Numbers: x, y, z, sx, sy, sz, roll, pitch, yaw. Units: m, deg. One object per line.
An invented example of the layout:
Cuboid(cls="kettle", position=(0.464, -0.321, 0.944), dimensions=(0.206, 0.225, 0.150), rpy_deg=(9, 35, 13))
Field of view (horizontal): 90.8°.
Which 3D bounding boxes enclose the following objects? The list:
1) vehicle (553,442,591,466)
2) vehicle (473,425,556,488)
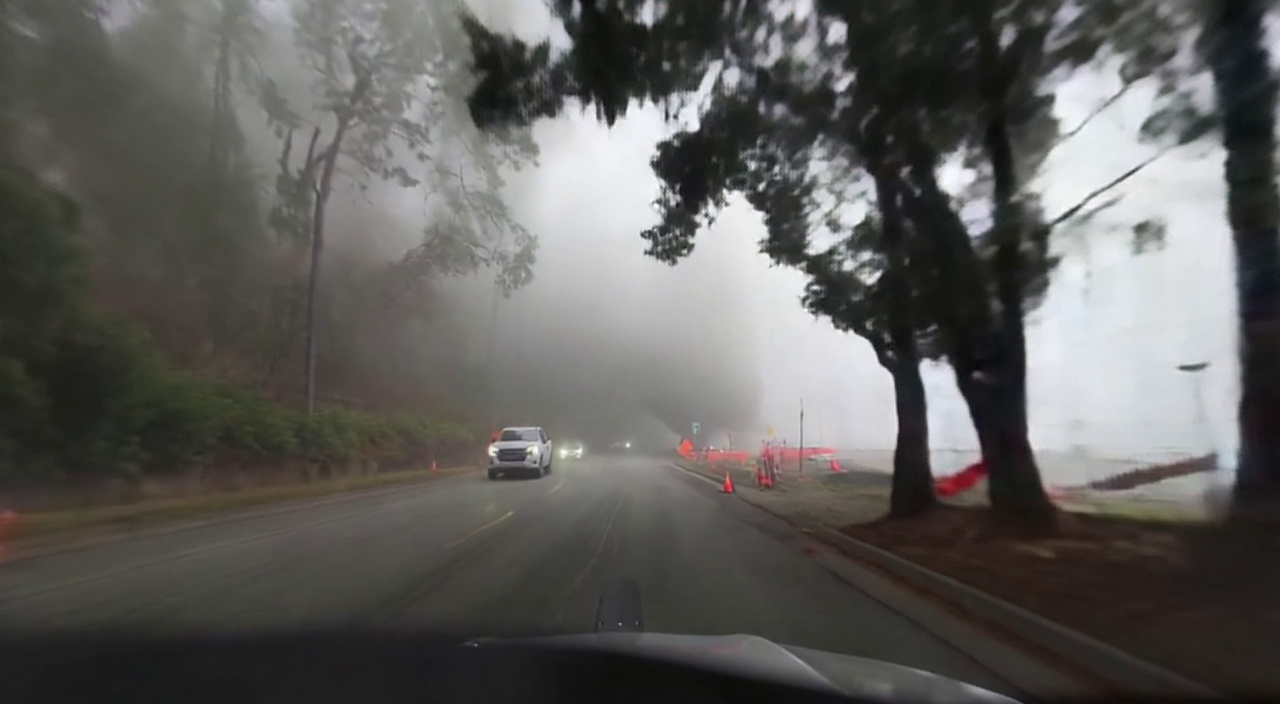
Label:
Cuboid(cls="vehicle", position=(-4.490, 6.780, 42.191), dimensions=(1.964, 1.481, 4.199), rpy_deg=(-1, -8, 2))
Cuboid(cls="vehicle", position=(-4.411, 3.740, 22.970), dimensions=(2.064, 2.009, 4.512), rpy_deg=(-1, -8, 0))
